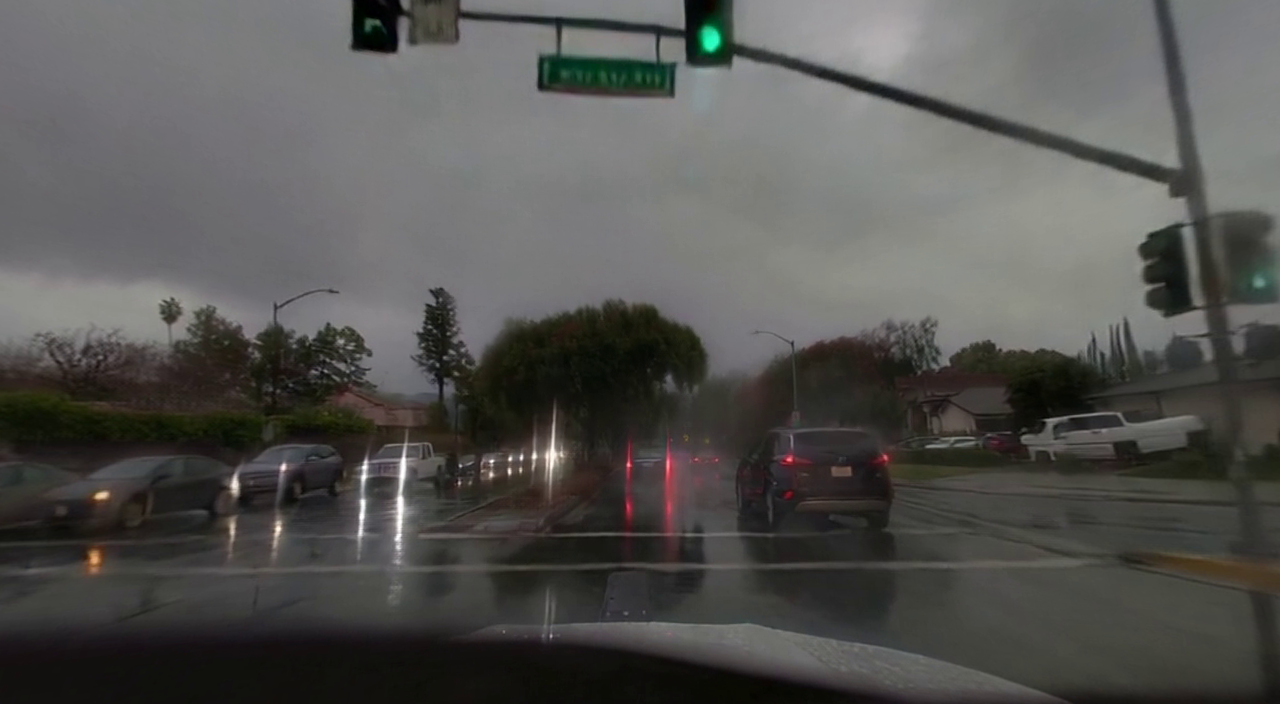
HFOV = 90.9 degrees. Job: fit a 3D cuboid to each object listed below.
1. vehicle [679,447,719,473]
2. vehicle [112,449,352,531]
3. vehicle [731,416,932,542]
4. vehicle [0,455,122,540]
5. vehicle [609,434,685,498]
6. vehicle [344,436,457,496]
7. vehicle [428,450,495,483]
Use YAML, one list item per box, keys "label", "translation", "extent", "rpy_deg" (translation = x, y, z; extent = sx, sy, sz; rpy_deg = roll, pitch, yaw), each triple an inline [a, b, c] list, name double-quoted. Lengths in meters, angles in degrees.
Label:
- label: "vehicle"
  translation: [3.695, 6.843, 40.248]
  extent: [2.096, 1.489, 4.757]
  rpy_deg: [0, -8, 0]
- label: "vehicle"
  translation: [-8.458, 2.861, 13.774]
  extent: [2.083, 1.420, 4.702]
  rpy_deg: [0, -8, 0]
- label: "vehicle"
  translation: [3.109, 2.166, 11.398]
  extent: [2.166, 1.799, 4.372]
  rpy_deg: [0, -8, -1]
- label: "vehicle"
  translation: [-12.419, 2.675, 11.578]
  extent: [1.959, 1.450, 4.487]
  rpy_deg: [0, -8, 0]
- label: "vehicle"
  translation: [0.200, 3.644, 20.577]
  extent: [2.185, 1.822, 4.391]
  rpy_deg: [0, -8, 0]
- label: "vehicle"
  translation: [-8.652, 4.141, 23.351]
  extent: [2.182, 1.939, 4.889]
  rpy_deg: [0, -8, 1]
- label: "vehicle"
  translation: [-8.651, 5.565, 30.960]
  extent: [1.923, 1.433, 4.450]
  rpy_deg: [0, -8, 1]
